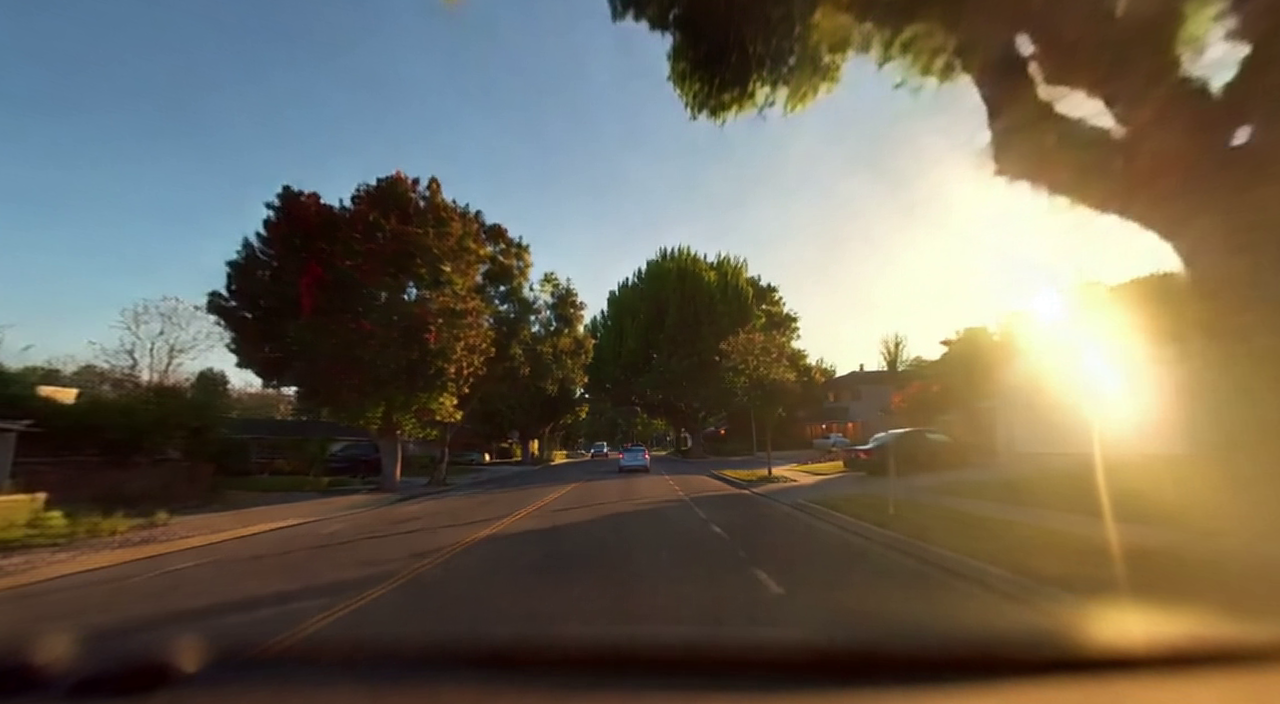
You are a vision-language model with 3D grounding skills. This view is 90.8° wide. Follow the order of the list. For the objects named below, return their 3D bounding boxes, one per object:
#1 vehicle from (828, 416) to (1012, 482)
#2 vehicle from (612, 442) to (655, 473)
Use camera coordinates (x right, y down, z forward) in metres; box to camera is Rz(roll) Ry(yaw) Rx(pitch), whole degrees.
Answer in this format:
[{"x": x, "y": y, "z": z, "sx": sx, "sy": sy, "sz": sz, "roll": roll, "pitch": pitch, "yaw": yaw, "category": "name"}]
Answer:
[{"x": 8.700, "y": 3.028, "z": 19.956, "sx": 4.740, "sy": 1.467, "sz": 2.074, "roll": -6, "pitch": -8, "yaw": -3, "category": "vehicle"}, {"x": -0.307, "y": 5.425, "z": 32.808, "sx": 2.098, "sy": 1.483, "sz": 4.099, "roll": 0, "pitch": -9, "yaw": 0, "category": "vehicle"}]
